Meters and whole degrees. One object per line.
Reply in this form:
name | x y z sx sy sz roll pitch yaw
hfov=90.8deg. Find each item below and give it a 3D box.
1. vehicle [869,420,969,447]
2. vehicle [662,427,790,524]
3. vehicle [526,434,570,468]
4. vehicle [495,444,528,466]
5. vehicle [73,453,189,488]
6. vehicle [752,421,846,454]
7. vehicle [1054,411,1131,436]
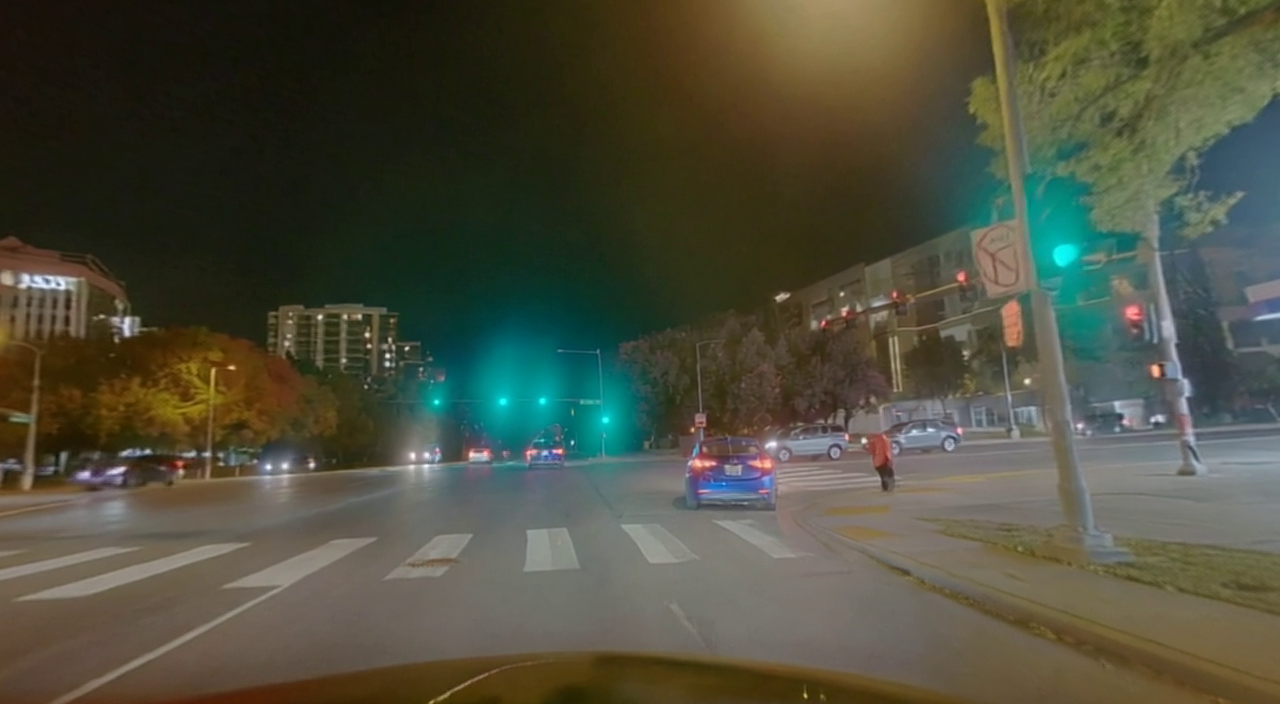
vehicle | 15.324 4.508 34.801 4.700 1.417 1.789 1 -8 -6
vehicle | 1.774 2.244 12.078 1.976 1.462 4.342 -2 -9 12
vehicle | -4.944 5.351 34.392 2.210 1.722 4.215 1 -8 -6
vehicle | -9.411 7.548 46.613 2.003 1.492 4.291 1 -8 -6
vehicle | -26.403 6.141 33.033 2.376 1.616 4.587 0 -9 -2
vehicle | 8.540 4.620 34.143 4.524 1.681 1.823 1 -9 -8
vehicle | 30.381 4.841 42.476 3.923 1.619 1.817 1 -8 -7
